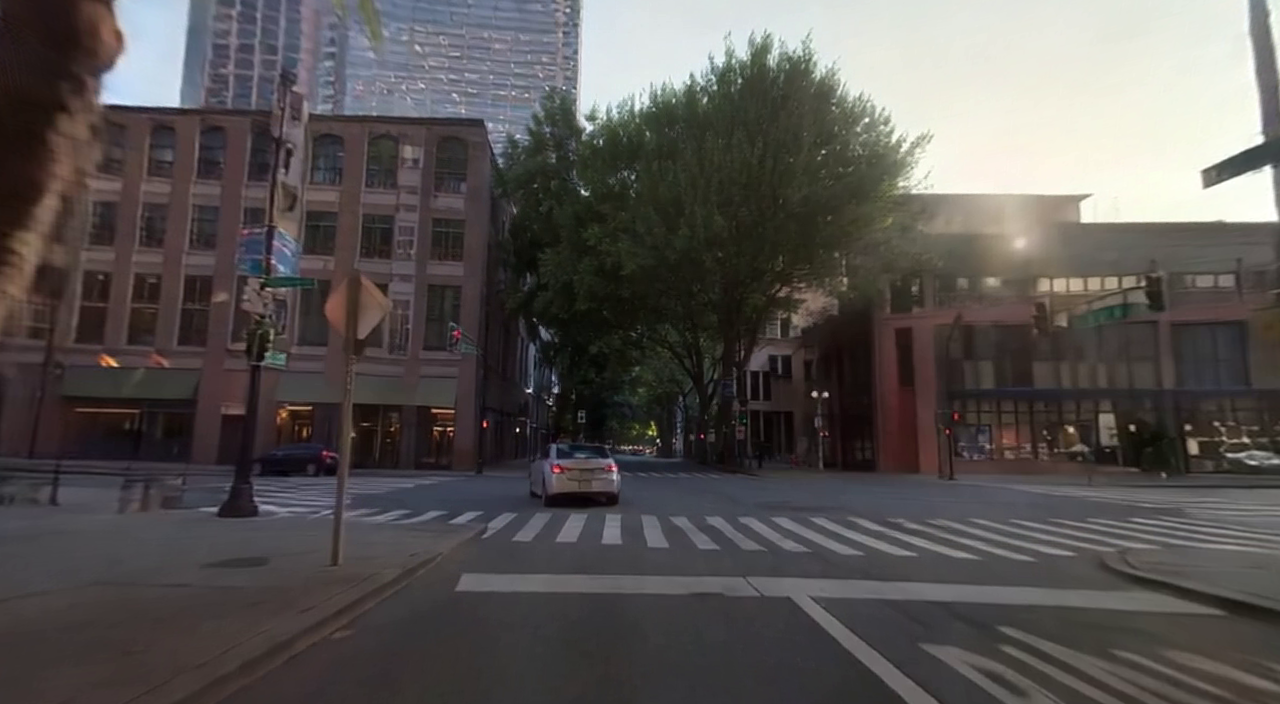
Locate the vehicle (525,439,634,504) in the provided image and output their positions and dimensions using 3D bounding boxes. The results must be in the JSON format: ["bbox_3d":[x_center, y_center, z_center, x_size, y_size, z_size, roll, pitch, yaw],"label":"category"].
[{"bbox_3d":[-1.795,3.154,17.169,2.106,1.482,4.459,2,-9,-16],"label":"vehicle"}]

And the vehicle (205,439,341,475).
[{"bbox_3d":[-15.511,4.448,26.862,4.627,1.468,1.871,-1,-9,3],"label":"vehicle"}]
